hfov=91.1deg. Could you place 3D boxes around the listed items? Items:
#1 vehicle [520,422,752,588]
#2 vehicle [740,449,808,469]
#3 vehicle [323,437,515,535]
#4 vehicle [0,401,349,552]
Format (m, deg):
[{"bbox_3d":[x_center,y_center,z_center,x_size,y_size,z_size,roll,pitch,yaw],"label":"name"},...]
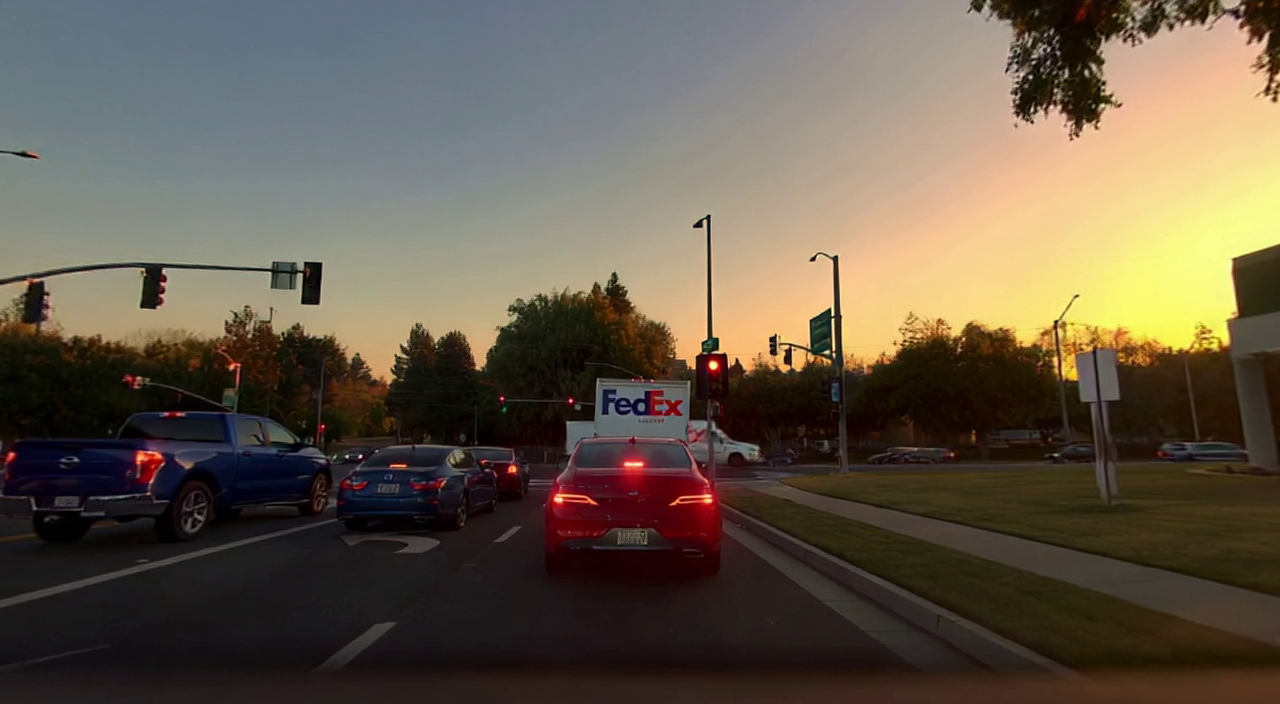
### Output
[{"bbox_3d":[-0.035,1.746,8.030,2.145,1.513,4.269,0,-9,0],"label":"vehicle"},{"bbox_3d":[10.352,8.284,48.646,4.841,1.494,1.829,1,-9,-5],"label":"vehicle"},{"bbox_3d":[-3.860,2.398,11.936,1.949,1.487,4.390,0,-9,1],"label":"vehicle"},{"bbox_3d":[-7.280,1.981,10.737,2.125,1.893,5.498,0,-9,-2],"label":"vehicle"}]
